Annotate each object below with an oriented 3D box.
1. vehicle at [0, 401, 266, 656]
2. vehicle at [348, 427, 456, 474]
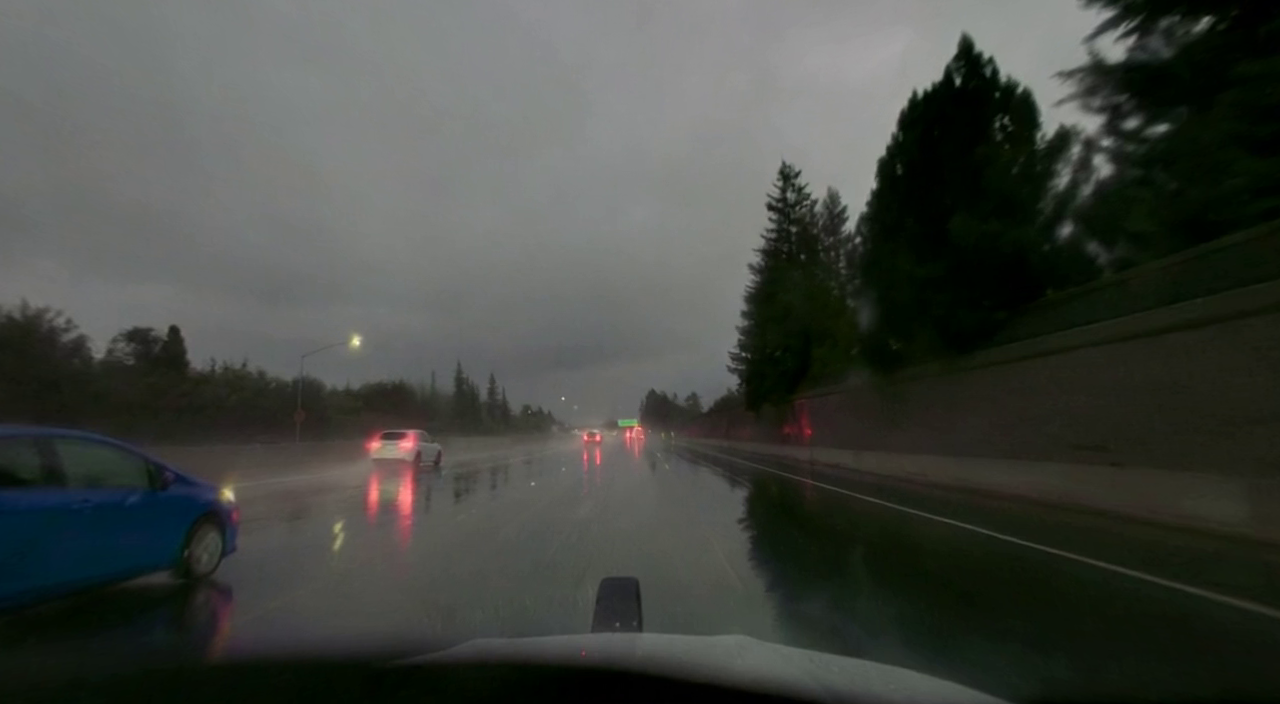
[{"bbox_3d":[-4.830,1.123,4.297,2.079,1.500,3.881,0,-8,1],"label":"vehicle"},{"bbox_3d":[-8.748,3.656,23.661,2.053,1.582,4.878,0,-8,1],"label":"vehicle"}]
